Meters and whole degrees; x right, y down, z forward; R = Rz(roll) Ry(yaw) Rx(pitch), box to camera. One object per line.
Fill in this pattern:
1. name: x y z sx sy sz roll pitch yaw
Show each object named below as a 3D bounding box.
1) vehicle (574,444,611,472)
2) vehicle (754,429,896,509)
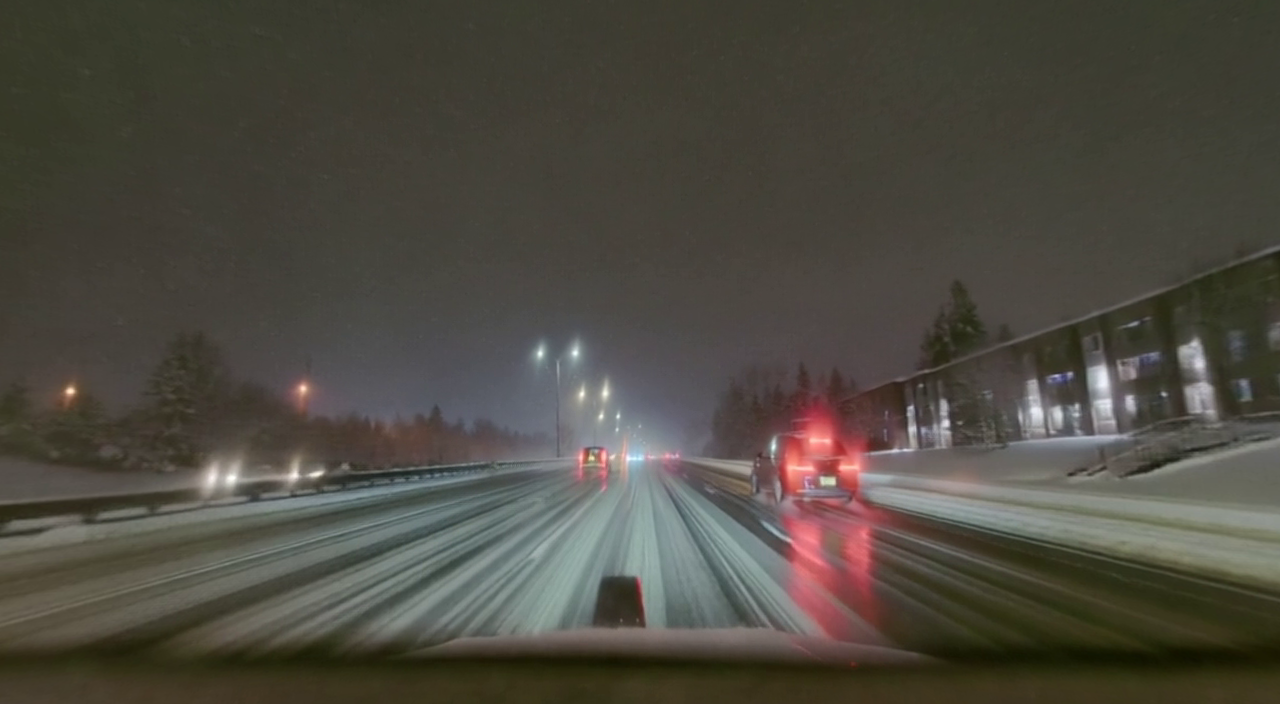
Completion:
1. vehicle: -3.084 7.039 42.069 2.075 1.721 4.763 0 -9 0
2. vehicle: 4.457 2.908 16.093 2.170 1.733 4.631 0 -9 -1
